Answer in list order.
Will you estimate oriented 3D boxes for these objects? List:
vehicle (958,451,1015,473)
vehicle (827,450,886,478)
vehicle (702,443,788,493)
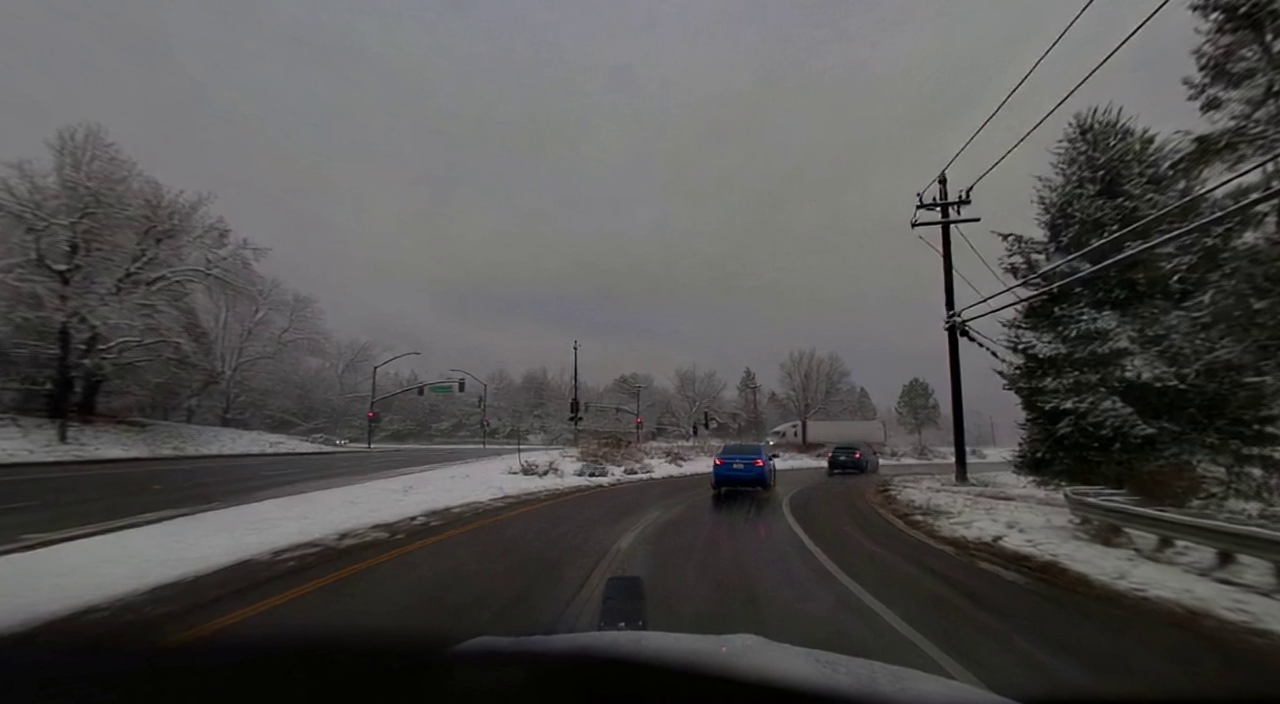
[{"bbox_3d":[26.375,8.336,47.933,4.102,1.552,1.931,5,-10,-32],"label":"vehicle"},{"bbox_3d":[12.588,6.421,36.541,1.836,1.465,4.307,-7,-10,38],"label":"vehicle"},{"bbox_3d":[3.526,3.679,20.509,2.026,1.407,4.374,-3,-9,19],"label":"vehicle"}]
